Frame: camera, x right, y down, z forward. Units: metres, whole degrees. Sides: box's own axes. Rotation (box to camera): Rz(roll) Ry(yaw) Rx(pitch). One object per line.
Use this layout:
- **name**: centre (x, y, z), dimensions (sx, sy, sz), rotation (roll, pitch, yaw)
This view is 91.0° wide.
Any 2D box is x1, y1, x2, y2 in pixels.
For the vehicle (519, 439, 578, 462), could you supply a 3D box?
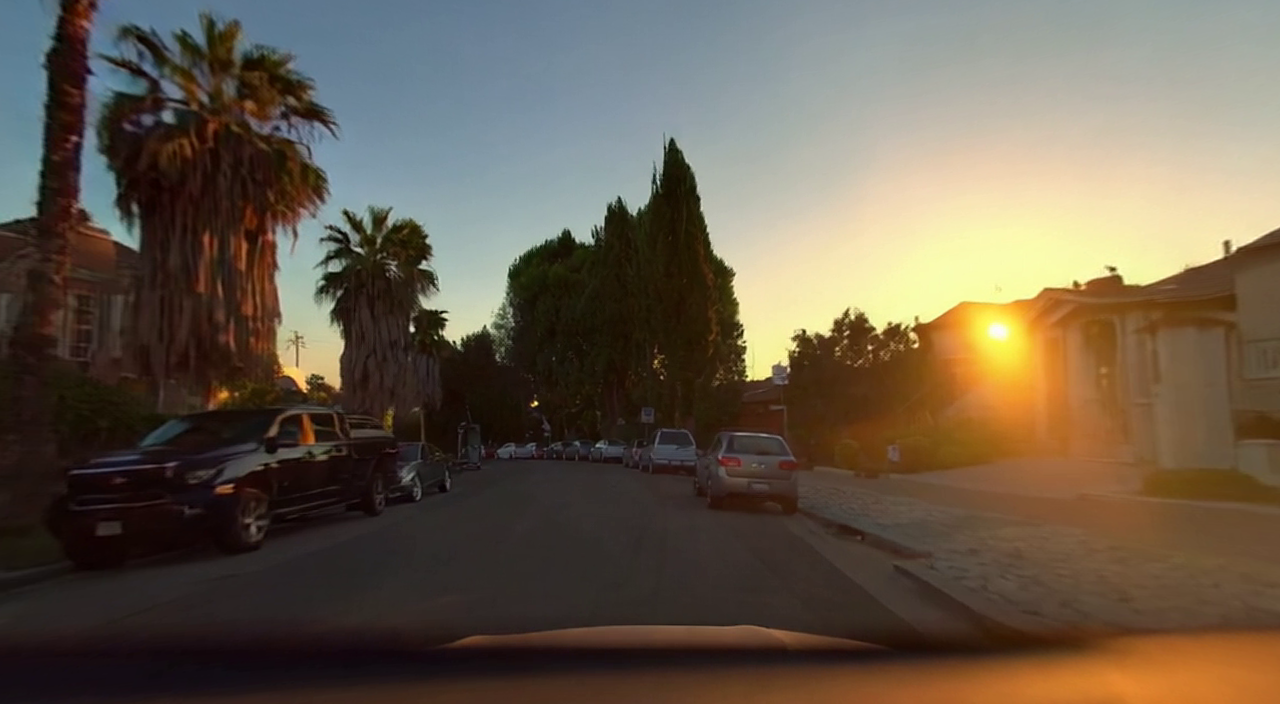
- **vehicle**: centre (-6.591, 6.980, 44.798), dimensions (2.108, 1.503, 4.977), rotation (6, -10, -35)

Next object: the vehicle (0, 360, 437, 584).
- **vehicle**: centre (-5.557, 1.639, 9.491), dimensions (2.624, 2.178, 6.522), rotation (0, -8, 2)

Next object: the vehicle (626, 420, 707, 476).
- **vehicle**: centre (0.930, 3.807, 25.110), dimensions (2.139, 1.997, 4.864), rotation (2, -9, -11)

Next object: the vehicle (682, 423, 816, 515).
- **vehicle**: centre (2.124, 2.459, 13.733), dimensions (2.076, 1.658, 4.604), rotation (0, -8, 0)
